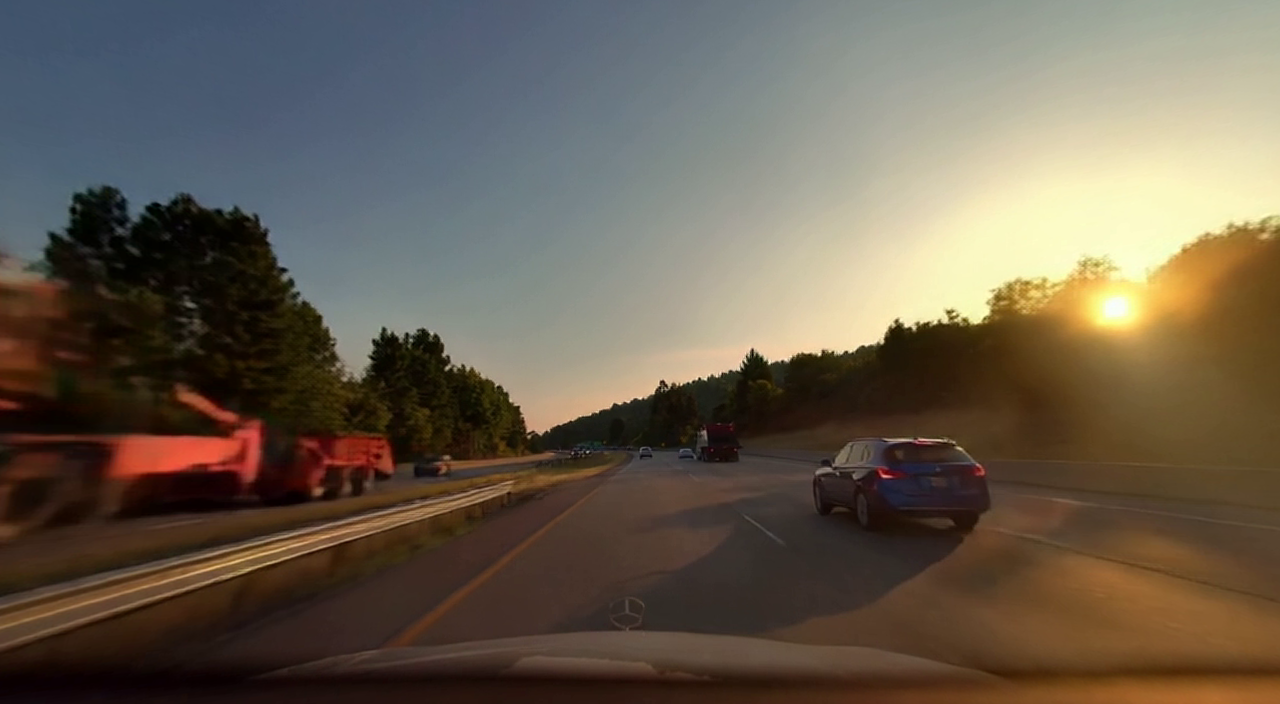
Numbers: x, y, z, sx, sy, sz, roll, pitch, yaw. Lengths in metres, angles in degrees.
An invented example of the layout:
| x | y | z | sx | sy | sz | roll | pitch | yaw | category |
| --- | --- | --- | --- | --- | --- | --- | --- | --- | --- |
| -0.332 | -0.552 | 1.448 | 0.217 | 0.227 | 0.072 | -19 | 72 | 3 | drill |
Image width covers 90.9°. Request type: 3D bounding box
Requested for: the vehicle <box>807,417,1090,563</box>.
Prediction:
| x | y | z | sx | sy | sz | roll | pitch | yaw | category |
| --- | --- | --- | --- | --- | --- | --- | --- | --- | --- |
| 3.996 | 1.857 | 9.119 | 2.005 | 1.604 | 4.002 | 0 | -9 | -1 | vehicle |

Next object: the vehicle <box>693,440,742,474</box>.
| x | y | z | sx | sy | sz | roll | pitch | yaw | category |
| --- | --- | --- | --- | --- | --- | --- | --- | --- | --- |
| 4.084 | 5.622 | 33.832 | 2.022 | 1.658 | 4.132 | 0 | -9 | -1 | vehicle |
